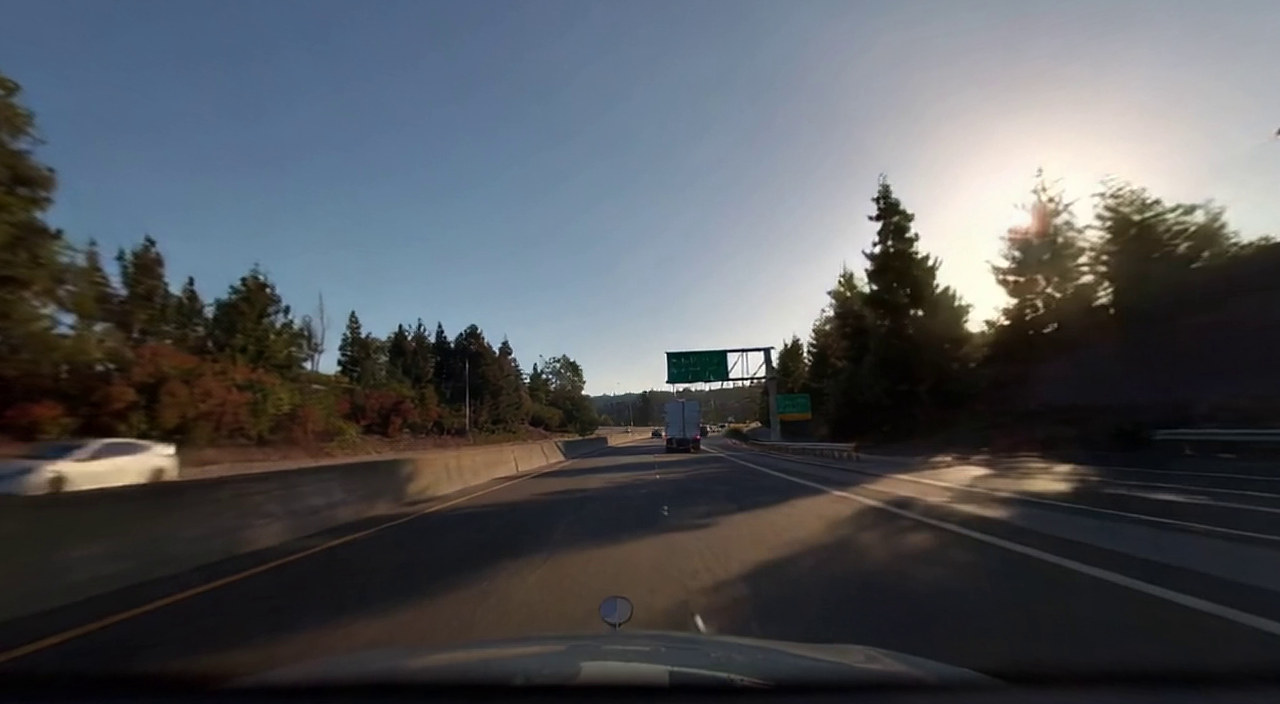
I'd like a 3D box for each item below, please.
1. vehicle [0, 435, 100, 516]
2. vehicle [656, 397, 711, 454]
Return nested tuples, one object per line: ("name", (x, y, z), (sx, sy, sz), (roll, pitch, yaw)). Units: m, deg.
("vehicle", (-14.251, 2.552, 13.072), (2.112, 1.654, 4.481), (0, -8, 0))
("vehicle", (2.926, 5.357, 45.265), (3.200, 3.651, 8.416), (0, -8, -1))
